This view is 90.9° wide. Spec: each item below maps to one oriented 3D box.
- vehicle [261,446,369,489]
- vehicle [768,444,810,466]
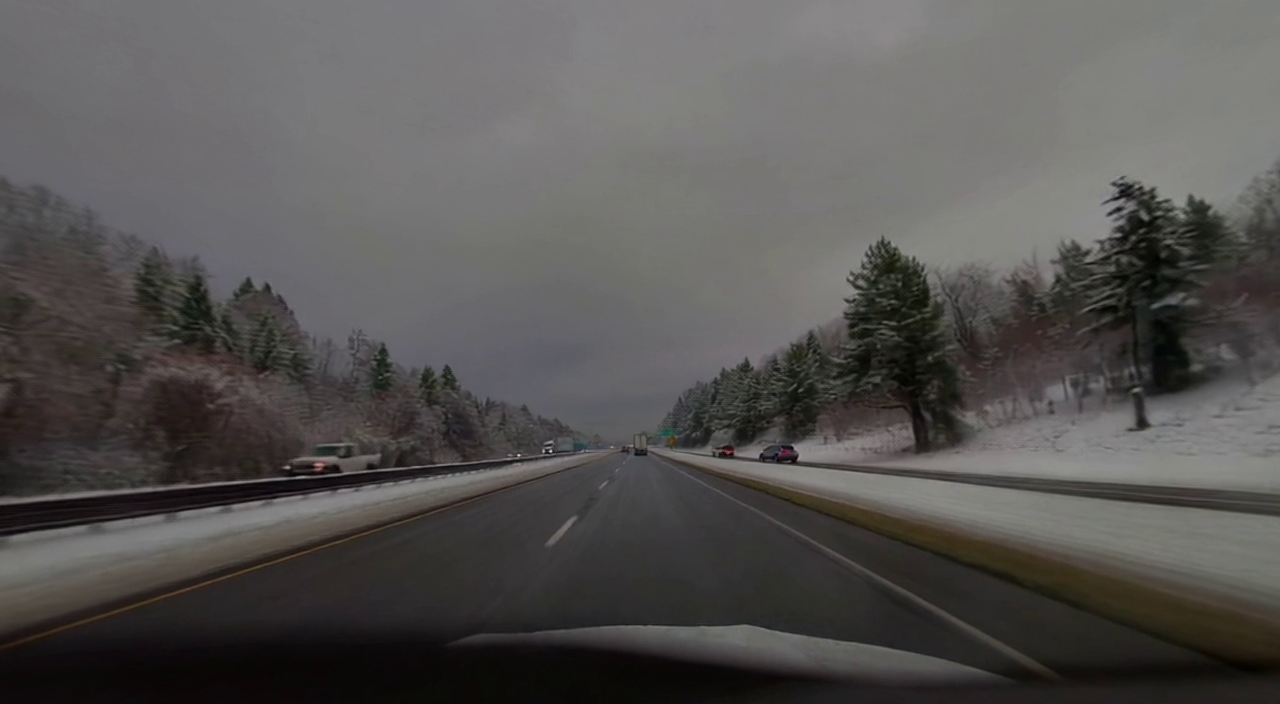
[{"bbox_3d":[-12.339,4.384,24.282,1.895,1.502,4.256,0,-9,0],"label":"vehicle"},{"bbox_3d":[11.461,8.003,48.898,2.076,1.599,4.528,0,-9,-1],"label":"vehicle"}]
